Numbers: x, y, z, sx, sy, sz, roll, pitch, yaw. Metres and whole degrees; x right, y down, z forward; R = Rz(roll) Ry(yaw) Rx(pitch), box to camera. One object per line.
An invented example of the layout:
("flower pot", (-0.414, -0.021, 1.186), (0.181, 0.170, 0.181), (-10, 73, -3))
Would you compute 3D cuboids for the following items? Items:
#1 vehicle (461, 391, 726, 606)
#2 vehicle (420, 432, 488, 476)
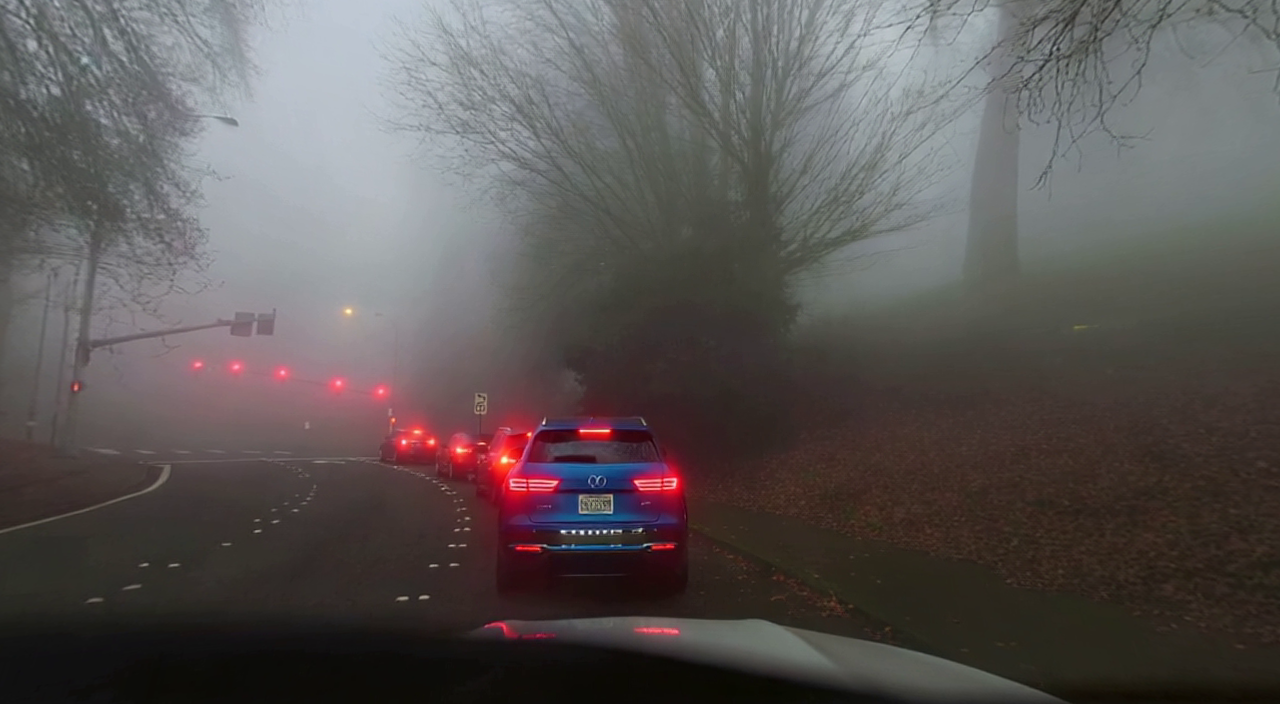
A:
("vehicle", (-0.685, 1.459, 7.196), (2.134, 1.671, 4.147), (1, -8, -9))
("vehicle", (-7.300, 3.928, 24.482), (1.902, 1.536, 3.662), (4, -9, -25))
